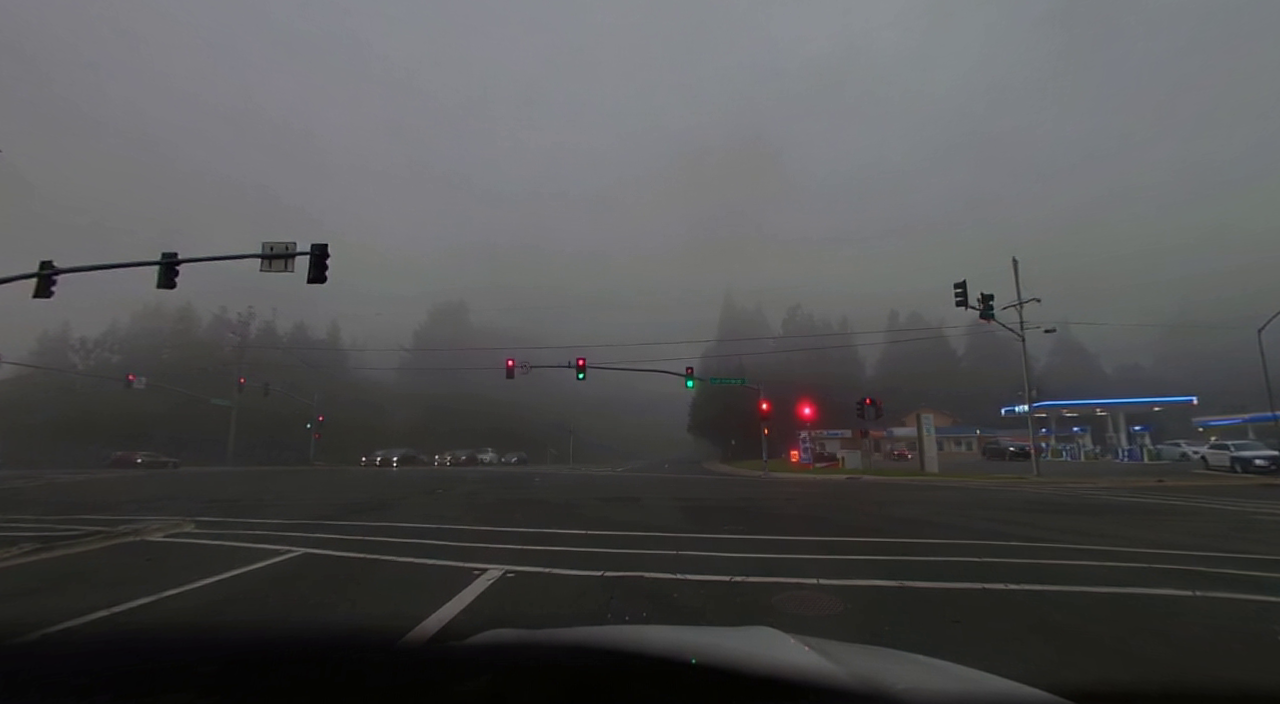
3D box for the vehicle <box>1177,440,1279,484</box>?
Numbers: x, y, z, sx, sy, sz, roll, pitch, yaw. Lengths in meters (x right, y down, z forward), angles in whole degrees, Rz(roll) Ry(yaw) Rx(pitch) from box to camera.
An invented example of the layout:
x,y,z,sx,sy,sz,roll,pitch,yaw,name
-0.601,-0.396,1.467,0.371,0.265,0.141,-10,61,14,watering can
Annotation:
x,y,z,sx,sy,sz,roll,pitch,yaw,name
22.091,3.783,21.835,4.716,1.455,2.060,-3,-9,17,vehicle
